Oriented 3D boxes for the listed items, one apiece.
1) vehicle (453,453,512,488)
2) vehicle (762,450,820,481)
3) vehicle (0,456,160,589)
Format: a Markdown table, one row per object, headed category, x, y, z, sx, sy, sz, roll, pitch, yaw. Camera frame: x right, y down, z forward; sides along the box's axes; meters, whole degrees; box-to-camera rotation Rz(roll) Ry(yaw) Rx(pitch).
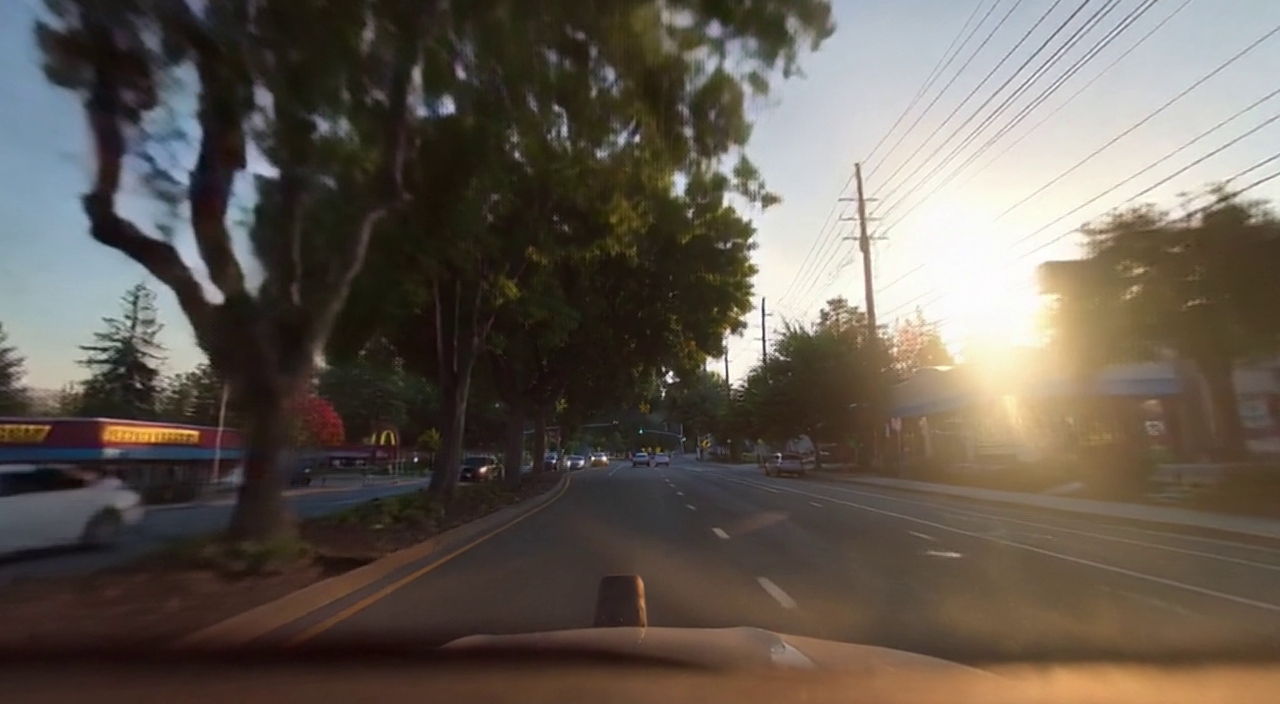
| category | x | y | z | sx | sy | sz | roll | pitch | yaw |
| --- | --- | --- | --- | --- | --- | --- | --- | --- | --- |
| vehicle | -8.534 | 6.425 | 34.622 | 2.113 | 1.703 | 4.459 | 0 | -9 | -1 |
| vehicle | 9.405 | 7.104 | 39.915 | 2.358 | 1.785 | 5.404 | 0 | -9 | 0 |
| vehicle | -8.662 | 2.075 | 7.634 | 2.043 | 1.536 | 4.682 | 0 | -9 | 0 |
